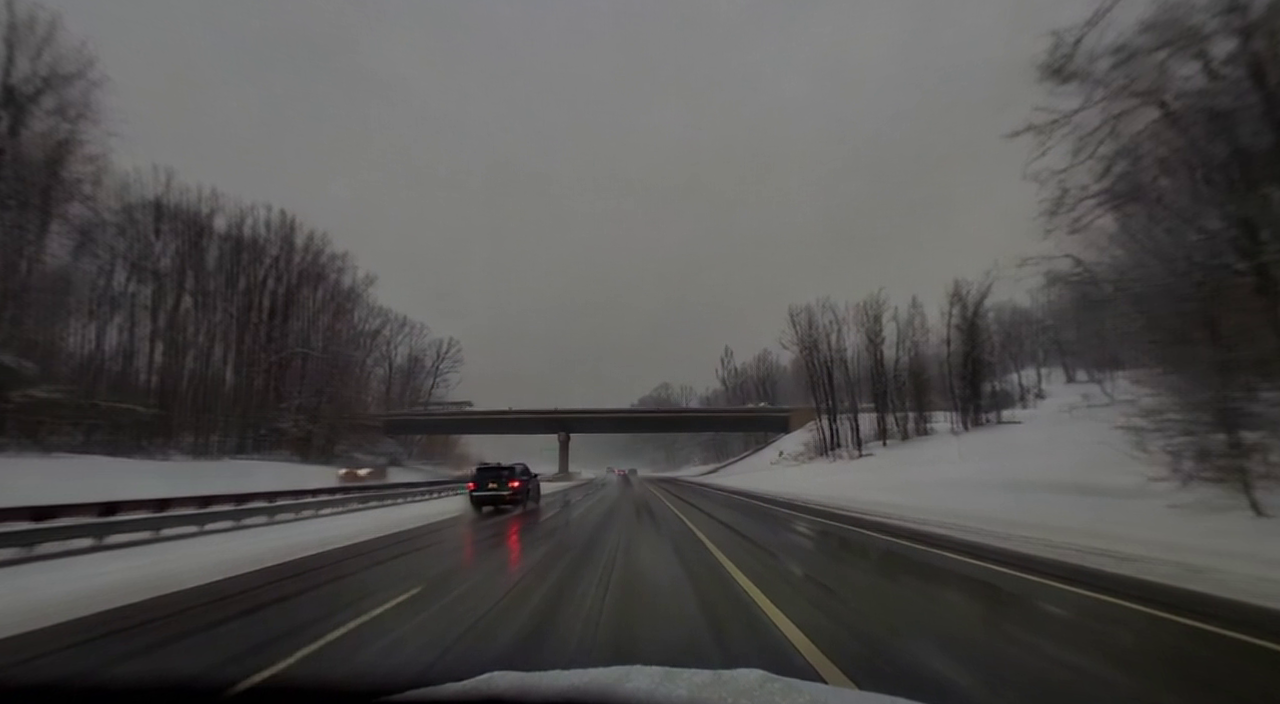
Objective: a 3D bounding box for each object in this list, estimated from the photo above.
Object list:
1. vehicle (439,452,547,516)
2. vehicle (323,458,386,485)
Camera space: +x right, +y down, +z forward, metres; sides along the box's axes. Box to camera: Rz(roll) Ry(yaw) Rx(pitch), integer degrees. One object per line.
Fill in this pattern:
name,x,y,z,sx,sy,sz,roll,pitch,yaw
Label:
vehicle,-4.539,4.227,20.454,2.286,1.757,5.057,1,-11,0
vehicle,-17.051,7.191,37.854,1.758,1.473,4.258,1,-11,-1
